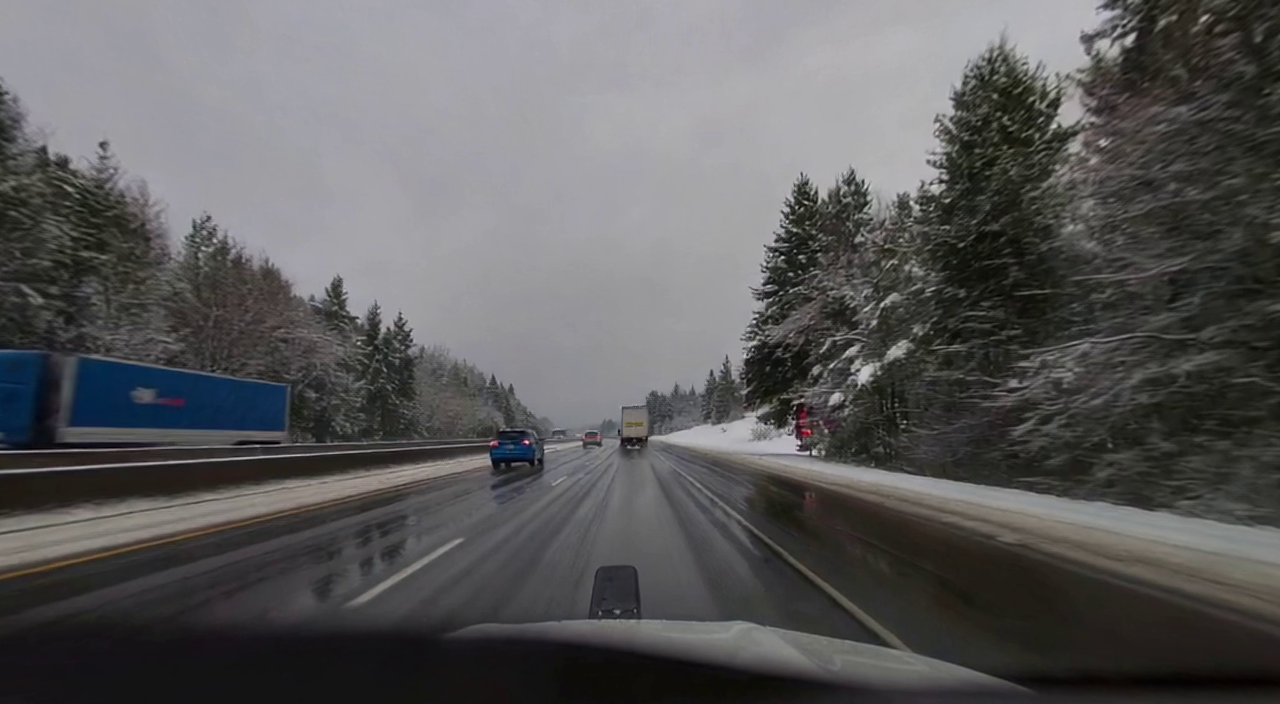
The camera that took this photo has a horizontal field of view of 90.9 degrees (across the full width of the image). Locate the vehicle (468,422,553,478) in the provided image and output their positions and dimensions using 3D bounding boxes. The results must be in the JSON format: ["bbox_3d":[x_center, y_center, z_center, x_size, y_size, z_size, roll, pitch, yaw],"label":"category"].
[{"bbox_3d":[-4.372,3.376,22.012,2.049,1.726,4.291,0,-8,0],"label":"vehicle"}]

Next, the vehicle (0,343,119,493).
[{"bbox_3d":[-17.636,1.706,16.179,3.010,3.760,6.302,0,-8,-1],"label":"vehicle"}]

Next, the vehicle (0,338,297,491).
[{"bbox_3d":[-17.743,2.506,22.871,2.868,3.862,14.031,0,-8,-1],"label":"vehicle"}]

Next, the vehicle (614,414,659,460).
[{"bbox_3d":[-0.260,5.073,37.739,2.526,2.531,5.026,0,-8,-1],"label":"vehicle"}]
